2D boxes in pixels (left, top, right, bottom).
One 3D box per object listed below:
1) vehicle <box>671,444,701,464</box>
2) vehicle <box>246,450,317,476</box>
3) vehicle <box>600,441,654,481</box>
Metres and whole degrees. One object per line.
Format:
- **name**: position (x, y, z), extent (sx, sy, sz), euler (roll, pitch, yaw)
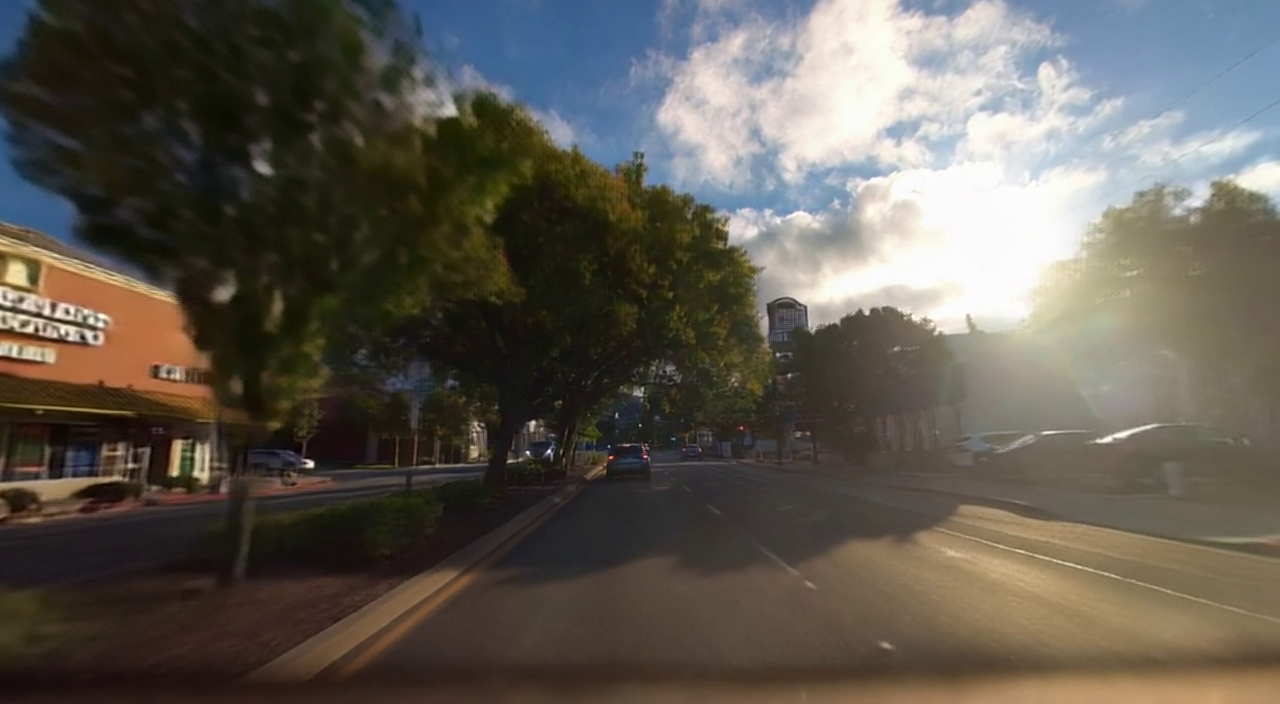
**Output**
- **vehicle**: position (3.566, 7.993, 49.684), extent (1.910, 1.474, 4.003), euler (0, -9, -1)
- **vehicle**: position (-23.503, 7.276, 41.500), extent (3.650, 1.487, 1.757), euler (-1, -8, -1)
- **vehicle**: position (-0.497, 4.379, 25.592), extent (2.006, 1.487, 3.535), euler (0, -9, 0)
